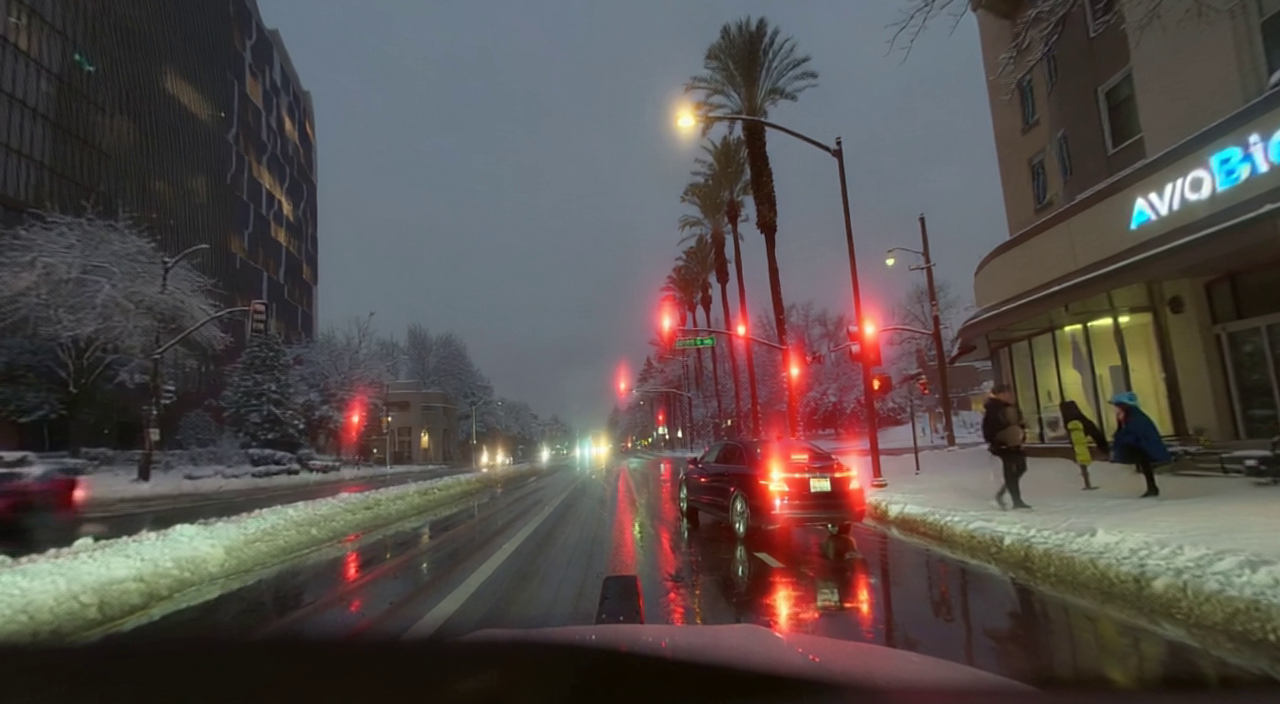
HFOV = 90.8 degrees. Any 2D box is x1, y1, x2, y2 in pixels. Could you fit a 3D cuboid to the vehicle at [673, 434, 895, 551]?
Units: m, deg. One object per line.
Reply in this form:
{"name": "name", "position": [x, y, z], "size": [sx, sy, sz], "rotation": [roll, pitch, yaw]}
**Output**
{"name": "vehicle", "position": [1.982, 2.137, 10.474], "size": [2.090, 1.466, 4.676], "rotation": [1, -8, -7]}

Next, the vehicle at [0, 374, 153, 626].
{"name": "vehicle", "position": [-6.124, 0.975, 3.627], "size": [2.190, 1.964, 5.614], "rotation": [0, -8, 0]}
